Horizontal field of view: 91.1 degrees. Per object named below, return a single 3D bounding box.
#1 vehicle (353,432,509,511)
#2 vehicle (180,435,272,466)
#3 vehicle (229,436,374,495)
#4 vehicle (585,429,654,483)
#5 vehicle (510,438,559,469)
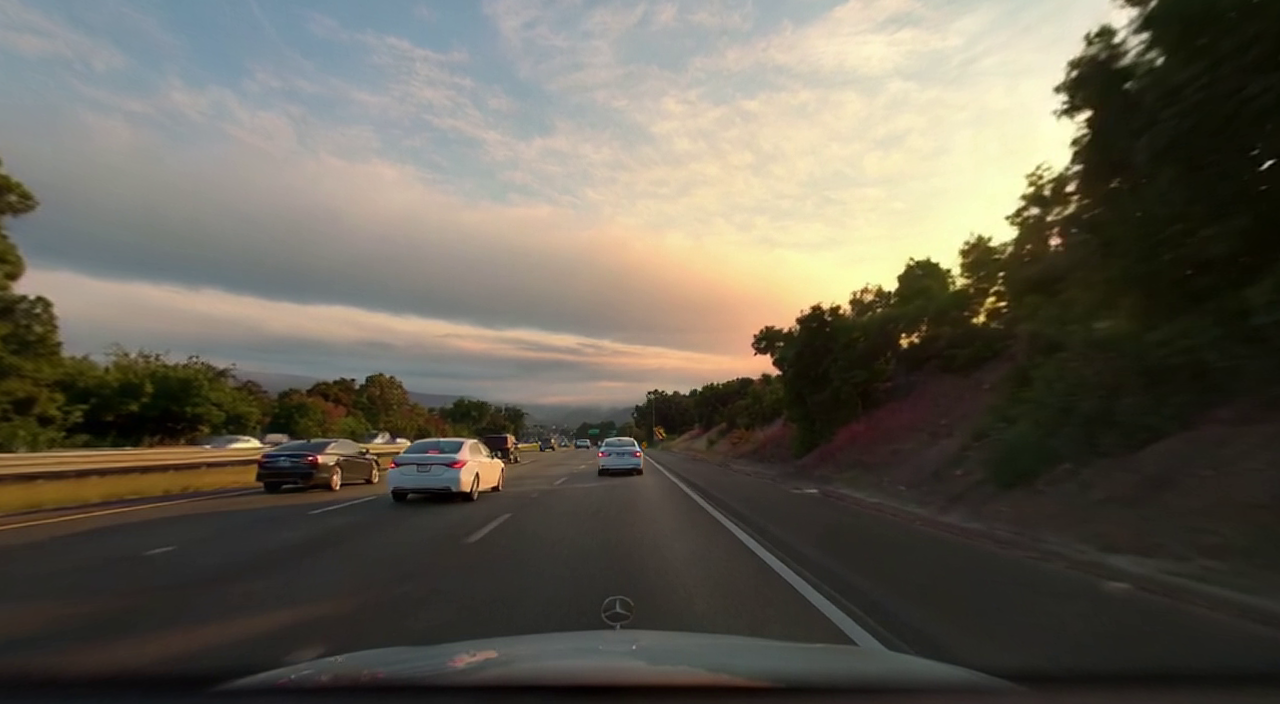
[{"bbox_3d":[-4.372,2.532,14.012,1.971,1.464,4.386,0,-8,0],"label":"vehicle"},{"bbox_3d":[-21.642,5.123,33.088,1.834,1.469,4.535,0,-8,-1],"label":"vehicle"},{"bbox_3d":[-9.250,3.096,17.606,1.850,1.439,3.932,0,-8,0],"label":"vehicle"},{"bbox_3d":[-0.694,3.527,21.761,2.178,1.658,3.916,0,-8,-1],"label":"vehicle"},{"bbox_3d":[-5.241,5.084,31.723,1.835,1.432,3.835,0,-8,0],"label":"vehicle"}]
